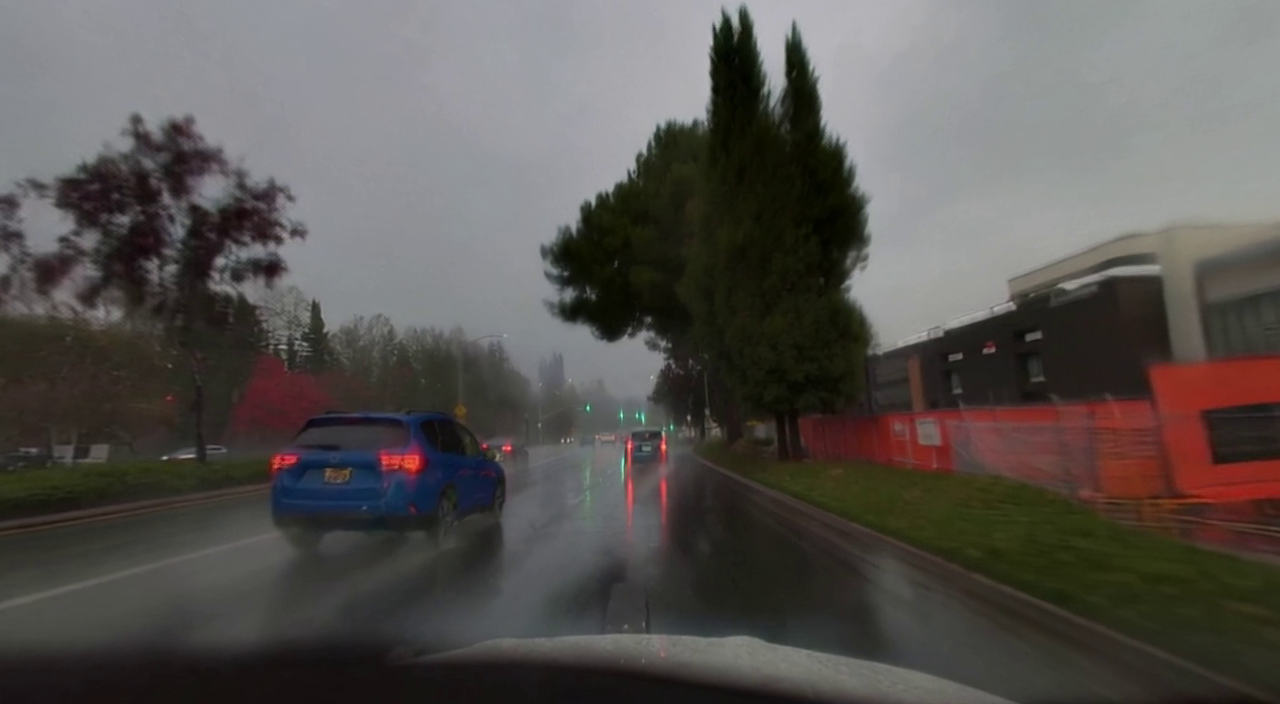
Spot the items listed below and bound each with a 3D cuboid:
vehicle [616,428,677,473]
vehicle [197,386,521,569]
[{"bbox_3d":[0.227,3.901,25.199,2.227,1.654,4.091,0,-8,-1],"label":"vehicle"},{"bbox_3d":[-3.319,1.616,8.913,2.157,1.824,4.986,0,-8,2],"label":"vehicle"}]
